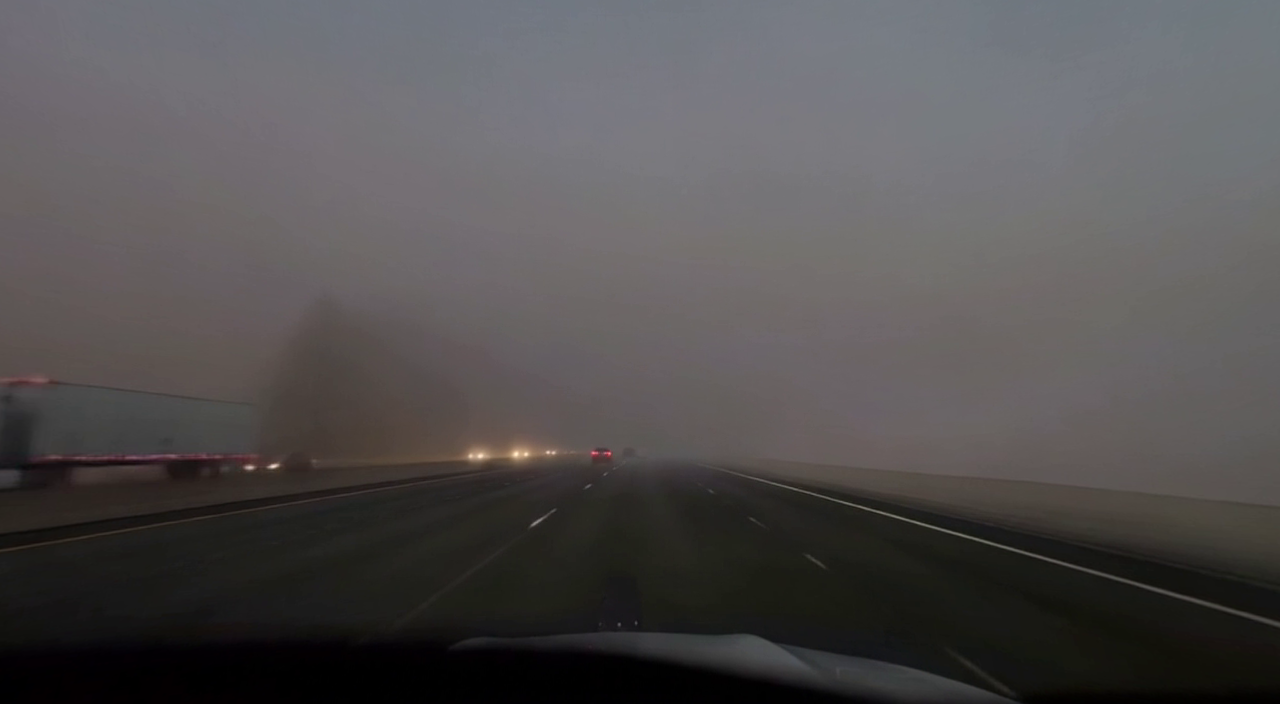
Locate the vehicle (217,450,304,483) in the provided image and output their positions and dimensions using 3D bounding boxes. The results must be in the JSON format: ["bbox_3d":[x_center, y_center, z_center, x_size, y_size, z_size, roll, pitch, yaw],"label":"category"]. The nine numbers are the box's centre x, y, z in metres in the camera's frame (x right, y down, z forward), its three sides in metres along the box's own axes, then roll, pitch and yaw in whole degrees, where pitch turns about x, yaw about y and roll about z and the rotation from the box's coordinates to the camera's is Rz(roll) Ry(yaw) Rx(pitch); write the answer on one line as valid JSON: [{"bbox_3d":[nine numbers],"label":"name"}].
[{"bbox_3d":[-19.221,5.792,31.972,1.789,1.508,4.182,0,-9,1],"label":"vehicle"}]

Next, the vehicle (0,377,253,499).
[{"bbox_3d":[-23.272,3.964,28.165,2.970,4.134,13.809,0,-9,0],"label":"vehicle"}]
